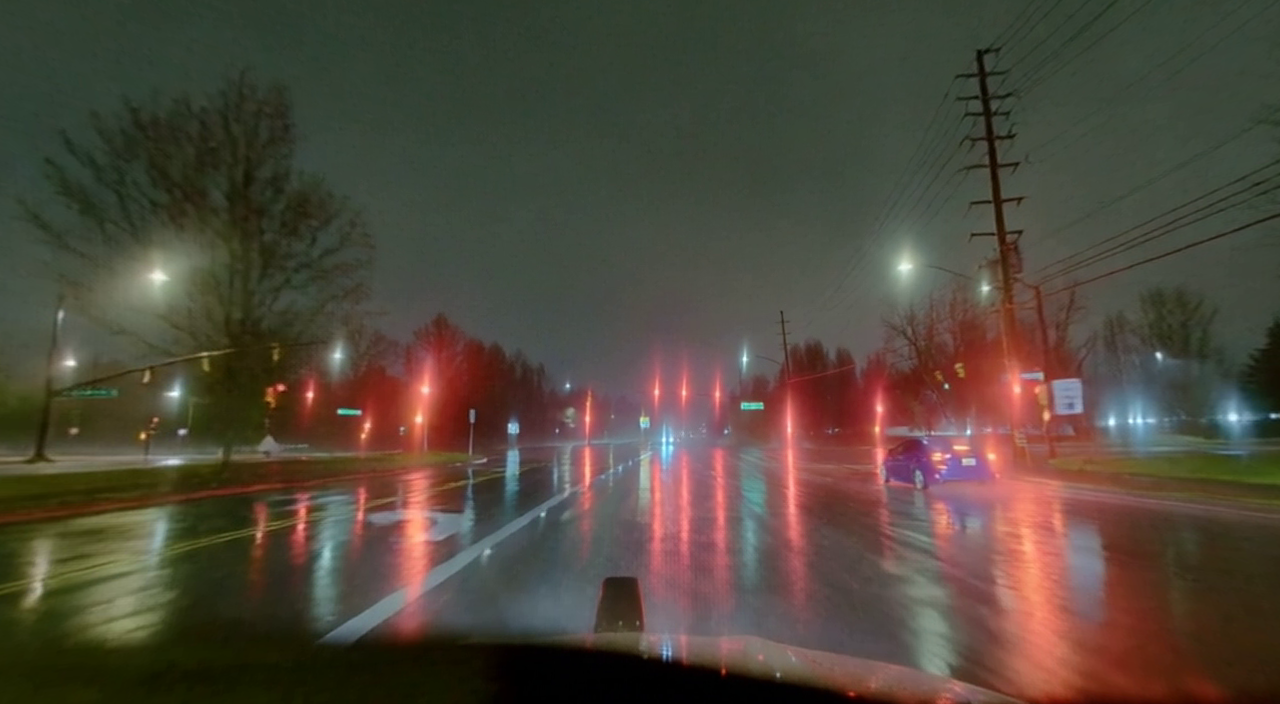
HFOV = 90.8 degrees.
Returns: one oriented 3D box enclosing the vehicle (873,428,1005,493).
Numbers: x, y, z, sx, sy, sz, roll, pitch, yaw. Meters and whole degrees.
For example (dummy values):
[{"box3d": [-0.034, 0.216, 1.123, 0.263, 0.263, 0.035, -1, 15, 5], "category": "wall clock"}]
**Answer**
[{"box3d": [7.899, 2.885, 17.104, 1.797, 1.544, 3.685, 0, -9, 1], "category": "vehicle"}]
